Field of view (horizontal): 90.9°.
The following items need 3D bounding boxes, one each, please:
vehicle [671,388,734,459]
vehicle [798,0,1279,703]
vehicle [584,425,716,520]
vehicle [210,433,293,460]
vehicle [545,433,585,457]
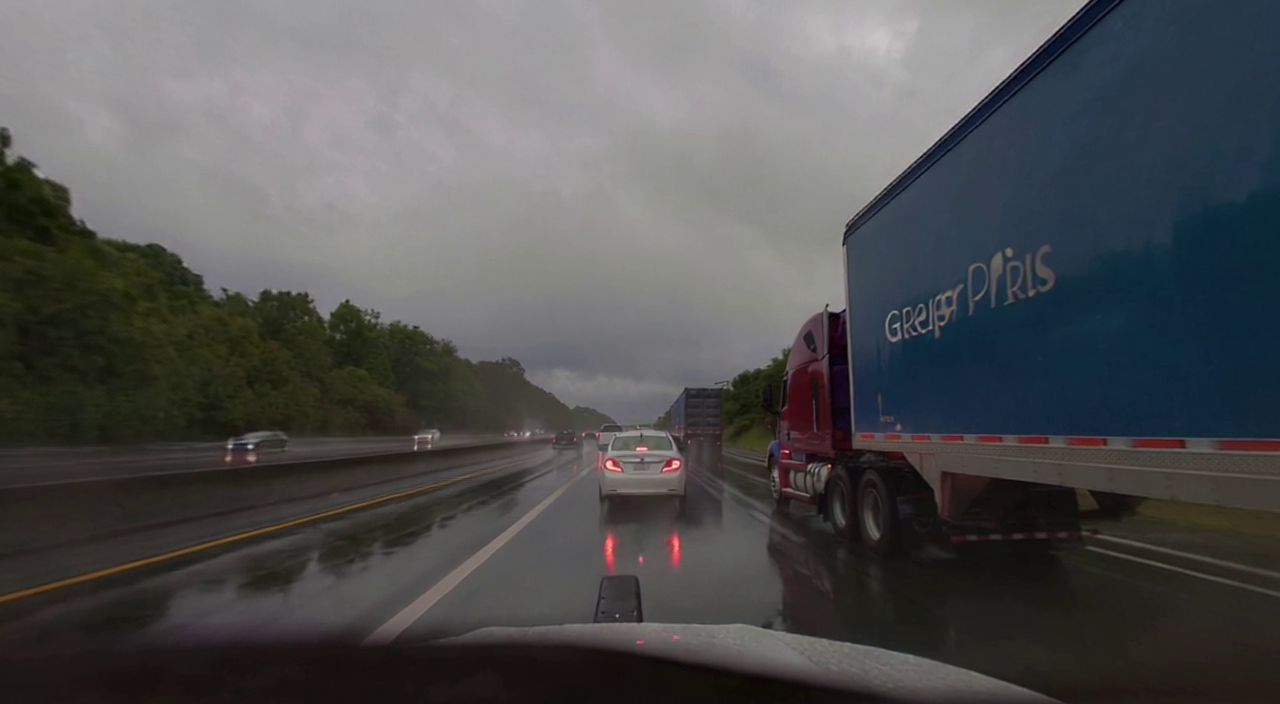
[{"bbox_3d":[3.946,5.001,43.099,2.869,4.067,13.731,0,-8,0],"label":"vehicle"},{"bbox_3d":[4.143,-0.207,3.550,2.816,4.070,14.136,0,-8,0],"label":"vehicle"},{"bbox_3d":[0.130,2.088,11.491,2.021,1.435,3.611,0,-8,-1],"label":"vehicle"},{"bbox_3d":[-22.536,5.459,36.747,1.869,1.465,4.533,0,-8,2],"label":"vehicle"},{"bbox_3d":[-4.700,5.873,40.156,1.983,1.434,4.451,0,-8,0],"label":"vehicle"}]
